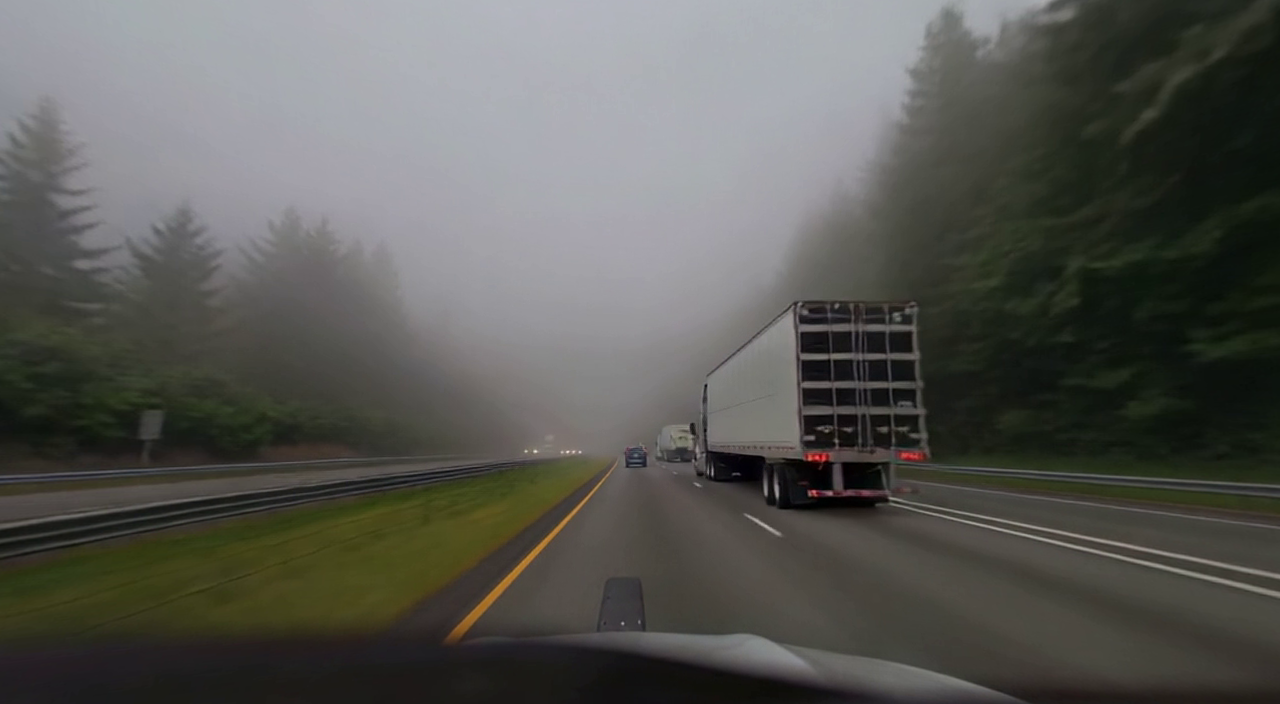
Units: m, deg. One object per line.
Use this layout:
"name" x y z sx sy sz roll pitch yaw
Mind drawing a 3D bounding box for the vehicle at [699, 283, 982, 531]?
"vehicle" 3.916 1.973 17.551 2.883 4.057 14.579 0 -9 -1

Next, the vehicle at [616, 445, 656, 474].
"vehicle" -0.251 5.962 35.138 2.051 1.513 4.511 0 -9 -1
